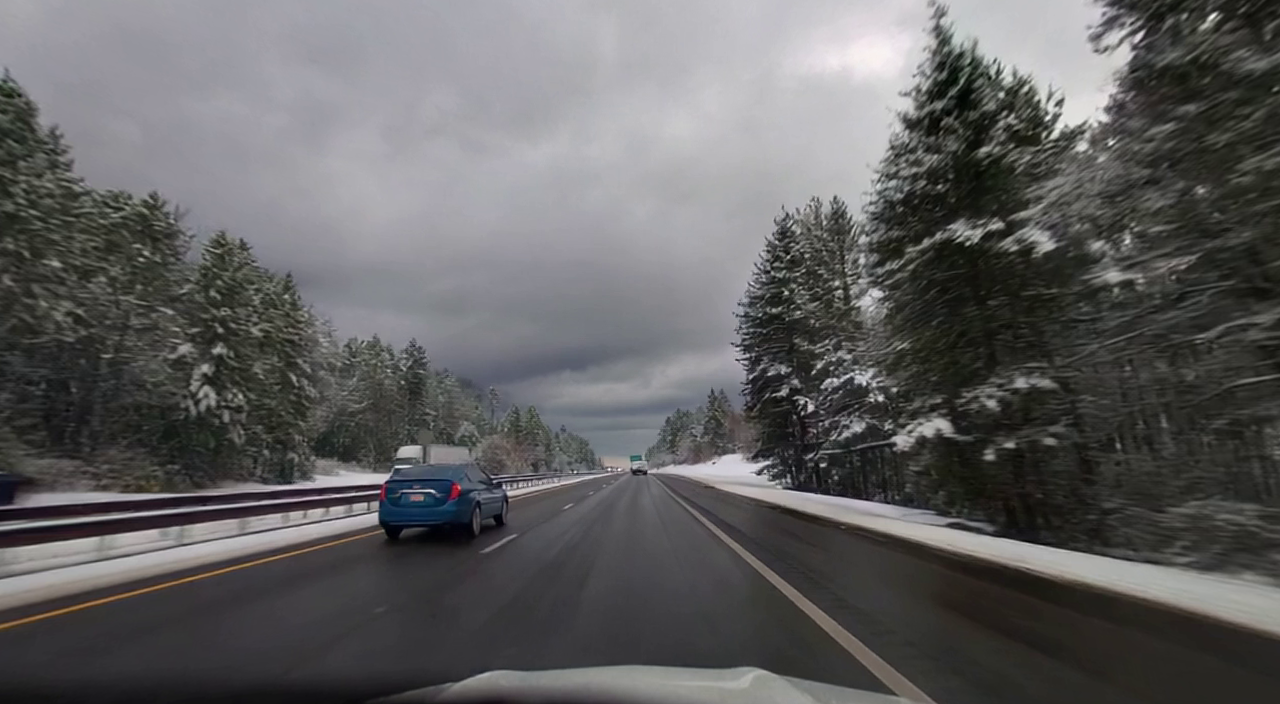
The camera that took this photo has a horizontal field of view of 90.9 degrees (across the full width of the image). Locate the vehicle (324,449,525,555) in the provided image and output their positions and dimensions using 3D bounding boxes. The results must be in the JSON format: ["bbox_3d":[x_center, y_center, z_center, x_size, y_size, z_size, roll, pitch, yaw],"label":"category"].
[{"bbox_3d":[-3.655,2.693,11.852,2.006,1.516,4.820,1,-11,1],"label":"vehicle"}]
